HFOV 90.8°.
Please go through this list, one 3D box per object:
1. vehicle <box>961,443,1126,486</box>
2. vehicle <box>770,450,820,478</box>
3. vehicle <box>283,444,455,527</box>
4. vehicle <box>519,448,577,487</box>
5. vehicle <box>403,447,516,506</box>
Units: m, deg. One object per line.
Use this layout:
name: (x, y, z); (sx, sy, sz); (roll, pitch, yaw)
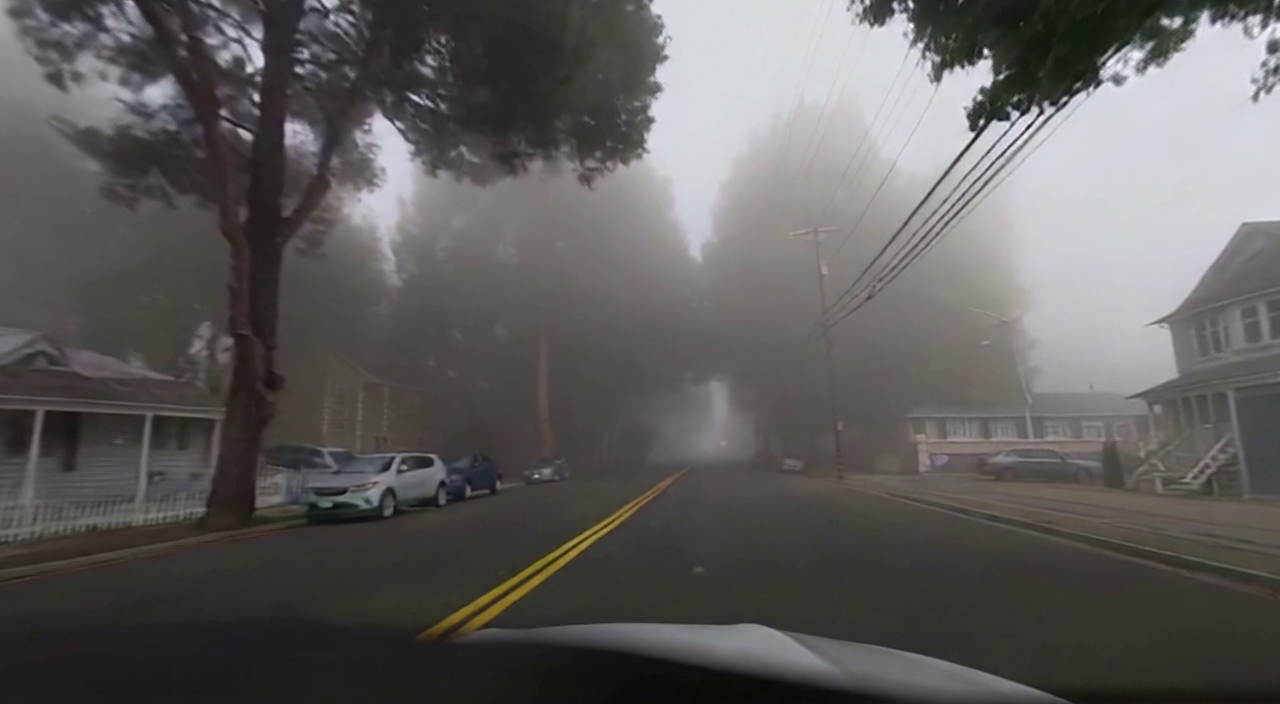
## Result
vehicle: (14.954, 4.193, 23.712); (4.716, 1.480, 2.023); (-1, -8, 8)
vehicle: (9.191, 6.657, 37.896); (2.052, 1.476, 4.438); (-3, -9, 3)
vehicle: (-6.584, 3.246, 16.056); (1.975, 1.775, 4.509); (-1, -8, 7)
vehicle: (-4.623, 5.886, 32.521); (1.970, 1.785, 4.274); (-1, -8, 5)
vehicle: (-5.863, 4.065, 21.146); (1.913, 1.723, 4.318); (-2, -9, 9)
